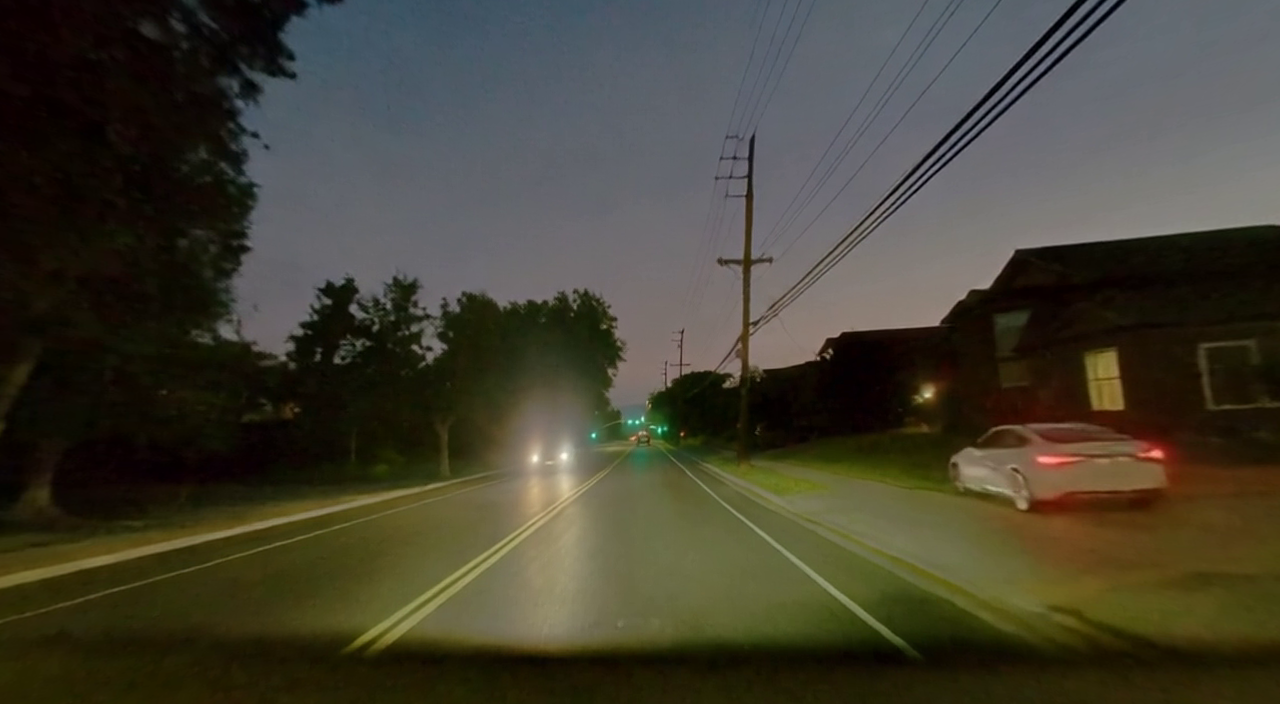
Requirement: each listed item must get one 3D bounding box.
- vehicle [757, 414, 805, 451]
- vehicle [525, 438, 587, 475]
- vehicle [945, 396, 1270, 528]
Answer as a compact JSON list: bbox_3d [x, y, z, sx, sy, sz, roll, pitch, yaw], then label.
[{"bbox_3d":[7.904,4.571,35.650,1.878,1.743,4.556,-6,-9,4],"label":"vehicle"},{"bbox_3d":[-3.632,4.584,27.956,2.028,1.488,4.392,0,-8,1],"label":"vehicle"},{"bbox_3d":[7.095,1.735,10.382,2.071,1.510,4.418,-6,-8,4],"label":"vehicle"}]
